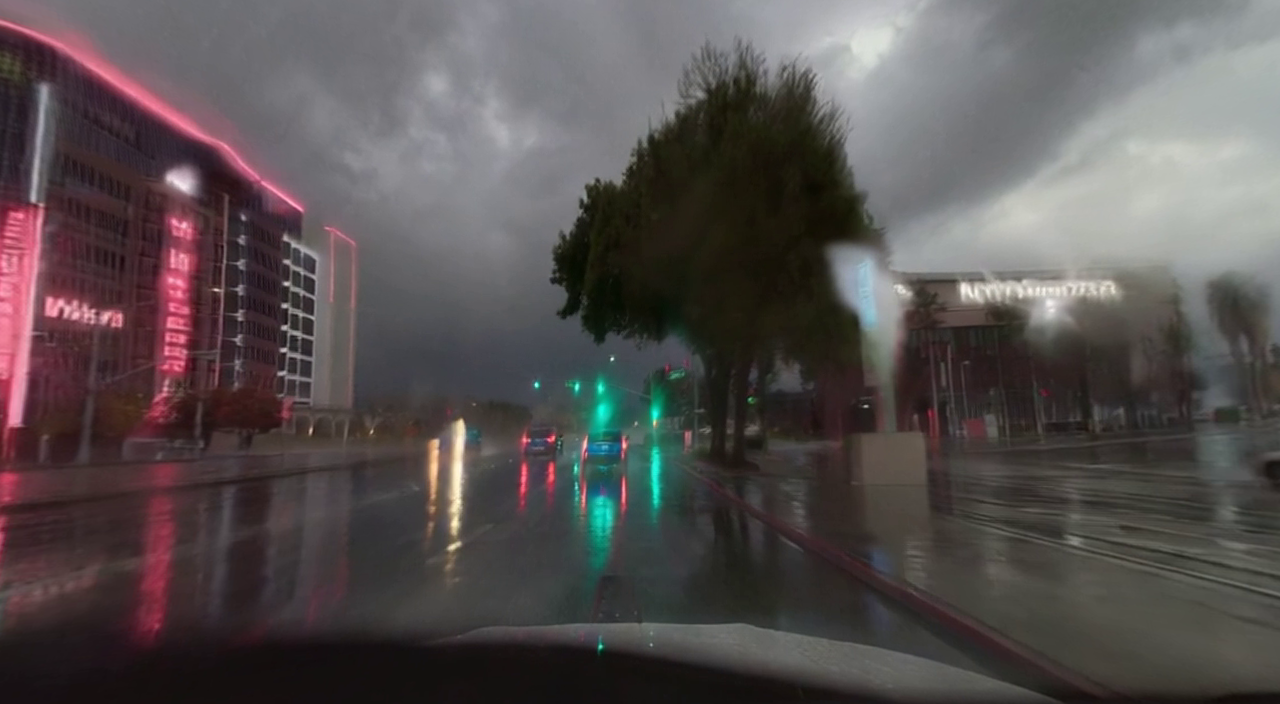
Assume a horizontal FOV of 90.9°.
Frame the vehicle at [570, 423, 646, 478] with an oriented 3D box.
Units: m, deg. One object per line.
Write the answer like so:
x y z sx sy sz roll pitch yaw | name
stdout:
-0.939 3.205 20.701 2.231 1.572 4.227 0 -8 0 | vehicle

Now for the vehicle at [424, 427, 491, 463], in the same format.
-9.172 4.718 32.068 1.994 1.717 4.380 0 -8 2 | vehicle

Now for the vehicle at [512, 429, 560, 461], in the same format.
-5.029 4.549 30.879 2.023 1.485 3.721 1 -8 -5 | vehicle
